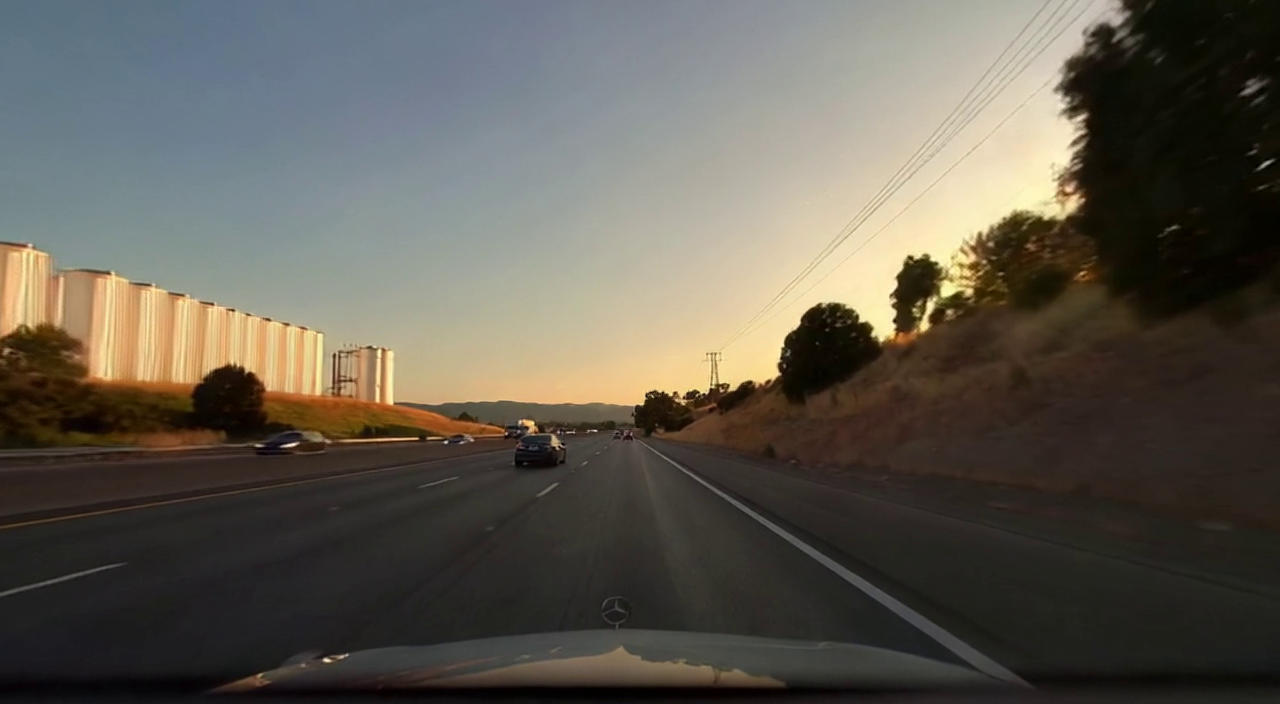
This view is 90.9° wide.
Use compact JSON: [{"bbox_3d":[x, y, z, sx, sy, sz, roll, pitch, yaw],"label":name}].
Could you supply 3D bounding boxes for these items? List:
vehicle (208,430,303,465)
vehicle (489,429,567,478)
[{"bbox_3d":[-19.805,4.923,32.760,1.990,1.657,4.842,0,-8,-1],"label":"vehicle"},{"bbox_3d":[-3.671,3.397,21.430,1.952,1.462,3.969,0,-8,0],"label":"vehicle"}]
